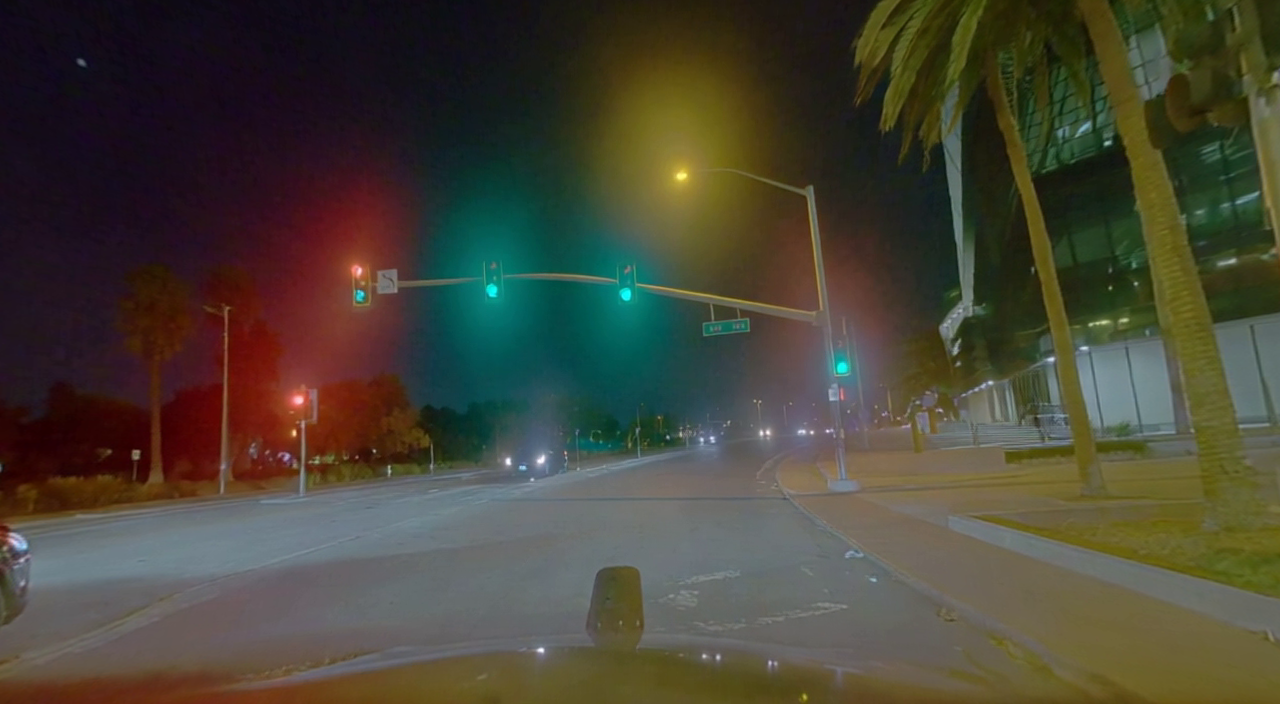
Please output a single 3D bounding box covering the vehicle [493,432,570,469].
[{"bbox_3d":[-5.657,5.231,33.660,2.181,1.792,4.648,-3,-9,16],"label":"vehicle"}]
